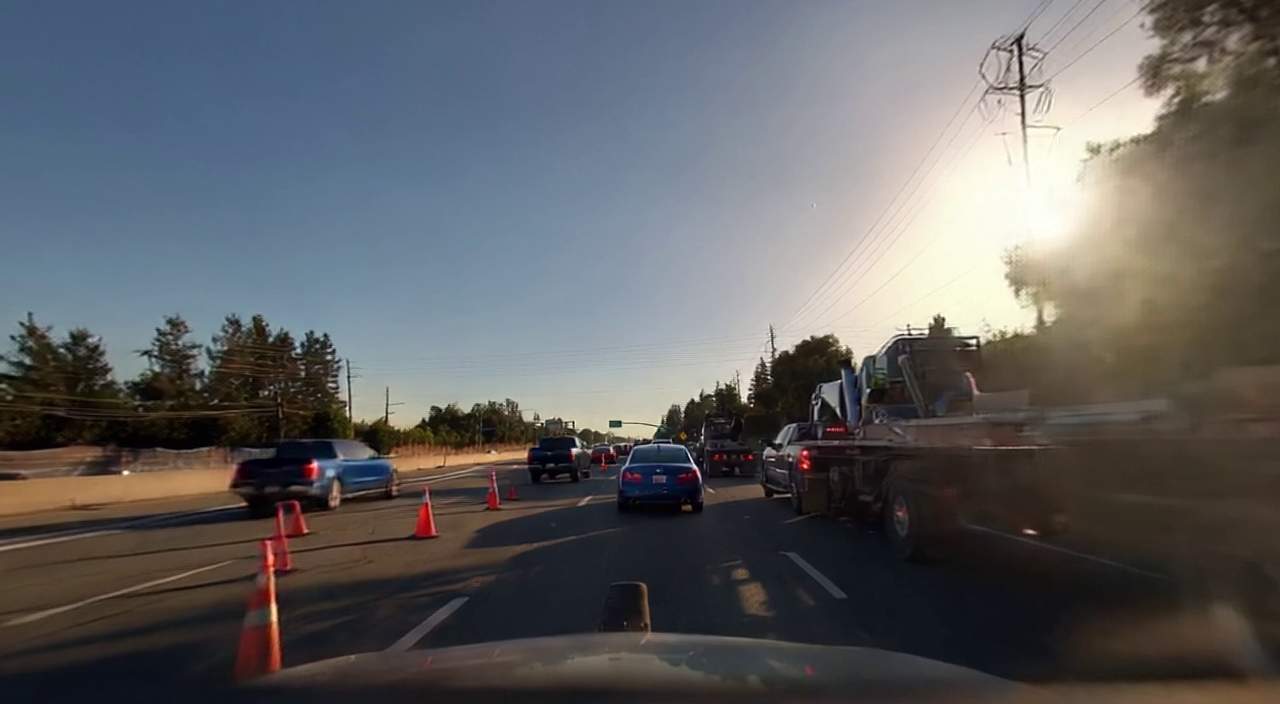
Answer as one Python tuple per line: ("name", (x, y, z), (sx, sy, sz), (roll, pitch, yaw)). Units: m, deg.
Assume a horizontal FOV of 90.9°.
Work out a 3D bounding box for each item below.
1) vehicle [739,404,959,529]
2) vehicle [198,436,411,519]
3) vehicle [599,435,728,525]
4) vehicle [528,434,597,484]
("vehicle", (3.908, 2.333, 13.479), (2.555, 2.017, 6.201), (0, -8, 0))
("vehicle", (-7.041, 2.668, 14.026), (2.018, 1.490, 4.926), (0, -8, 0))
("vehicle", (0.418, 2.440, 12.656), (2.128, 1.473, 4.272), (0, -8, 1))
("vehicle", (-2.867, 4.055, 24.184), (1.989, 1.729, 4.184), (0, -8, 2))
